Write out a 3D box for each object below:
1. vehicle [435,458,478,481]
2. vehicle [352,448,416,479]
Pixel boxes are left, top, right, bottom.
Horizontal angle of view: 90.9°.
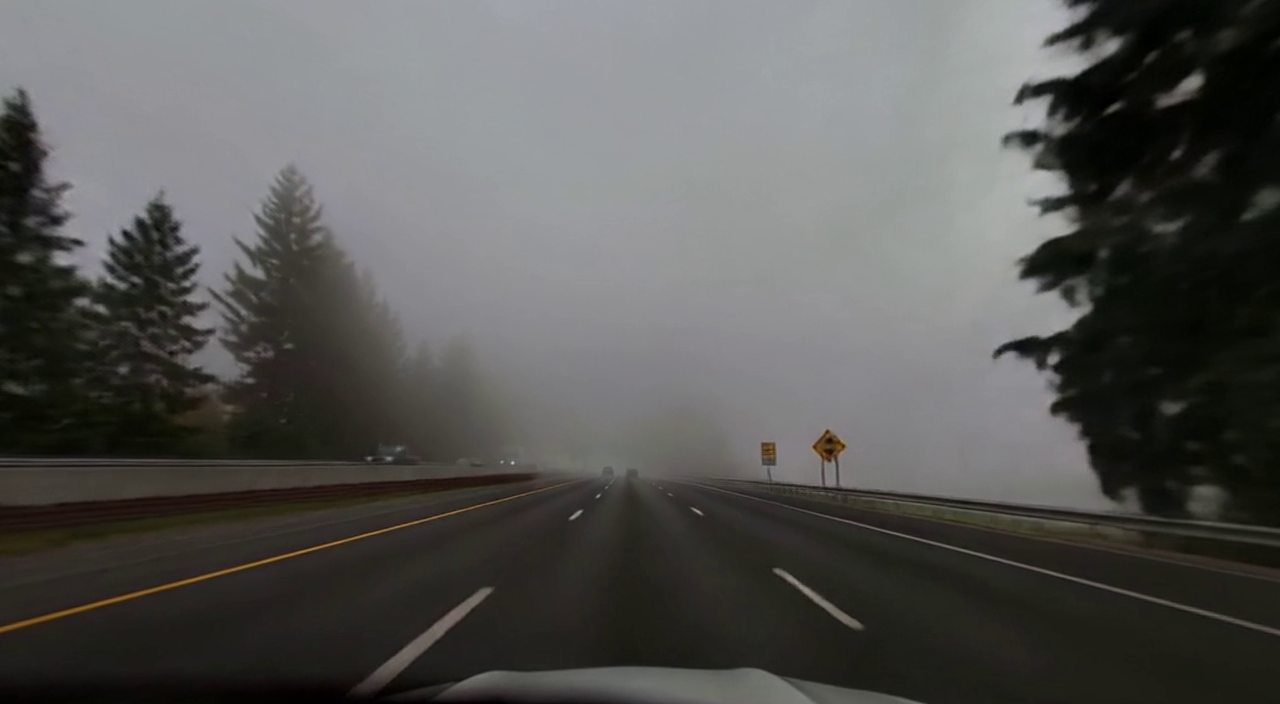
[{"bbox_3d":[-12.225,7.835,42.097,1.753,1.410,3.655,1,-10,0],"label":"vehicle"},{"bbox_3d":[-16.186,7.138,40.148,2.012,1.791,4.992,1,-10,0],"label":"vehicle"}]
